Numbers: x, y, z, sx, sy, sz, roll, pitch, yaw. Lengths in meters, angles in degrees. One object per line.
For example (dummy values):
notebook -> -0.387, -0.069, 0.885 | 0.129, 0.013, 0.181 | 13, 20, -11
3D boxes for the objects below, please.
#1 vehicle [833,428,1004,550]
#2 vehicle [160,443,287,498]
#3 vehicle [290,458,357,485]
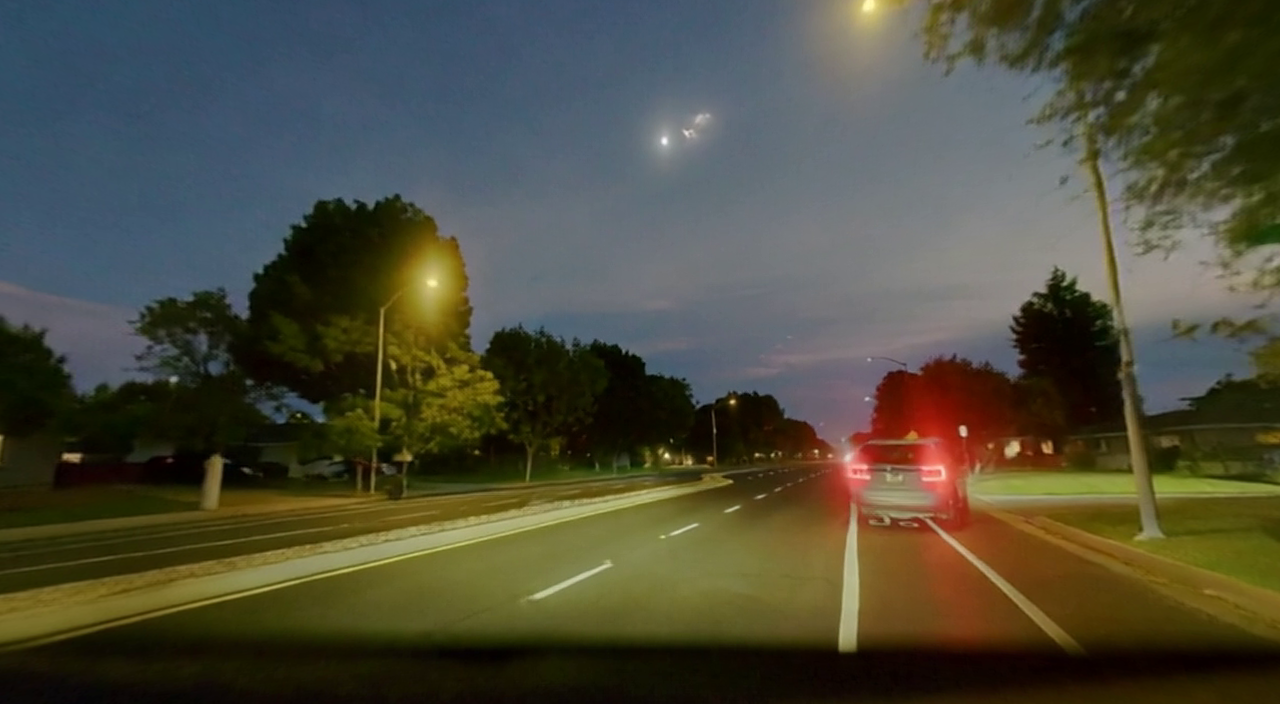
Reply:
vehicle -> 5.289, 2.359, 11.589 | 2.018, 1.733, 4.546 | -6, -10, 33
vehicle -> -22.049, 6.276, 33.720 | 2.329, 2.631, 5.560 | -3, -9, 10
vehicle -> -23.806, 8.980, 47.533 | 1.918, 1.796, 4.703 | -2, -9, 12
